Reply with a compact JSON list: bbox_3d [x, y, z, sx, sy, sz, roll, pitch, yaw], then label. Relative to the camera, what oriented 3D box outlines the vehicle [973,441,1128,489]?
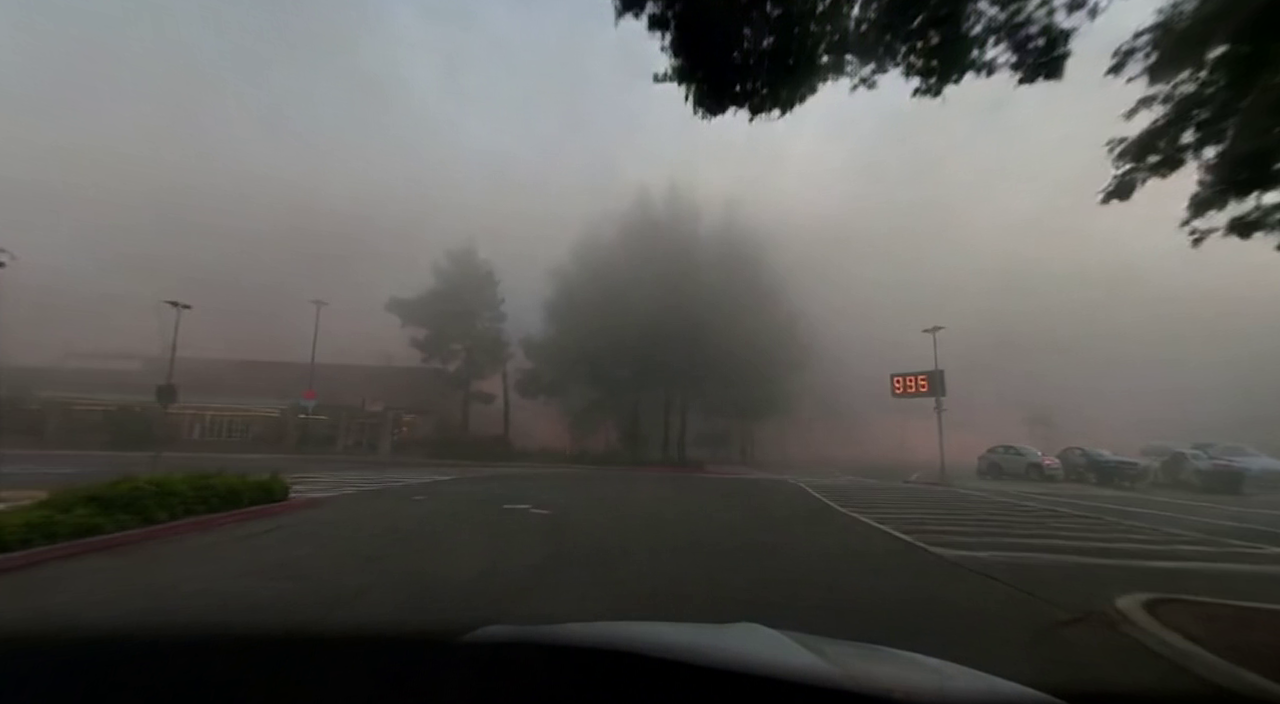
[{"bbox_3d":[14.322,3.923,22.516,2.140,1.507,4.856,0,-8,-2],"label":"vehicle"}]

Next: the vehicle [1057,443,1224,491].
[{"bbox_3d":[17.599,4.026,22.621,1.804,1.502,4.815,1,-8,-4],"label":"vehicle"}]

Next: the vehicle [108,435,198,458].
[{"bbox_3d":[-31.646,6.141,41.210,4.431,1.449,1.808,6,-10,-33],"label":"vehicle"}]
